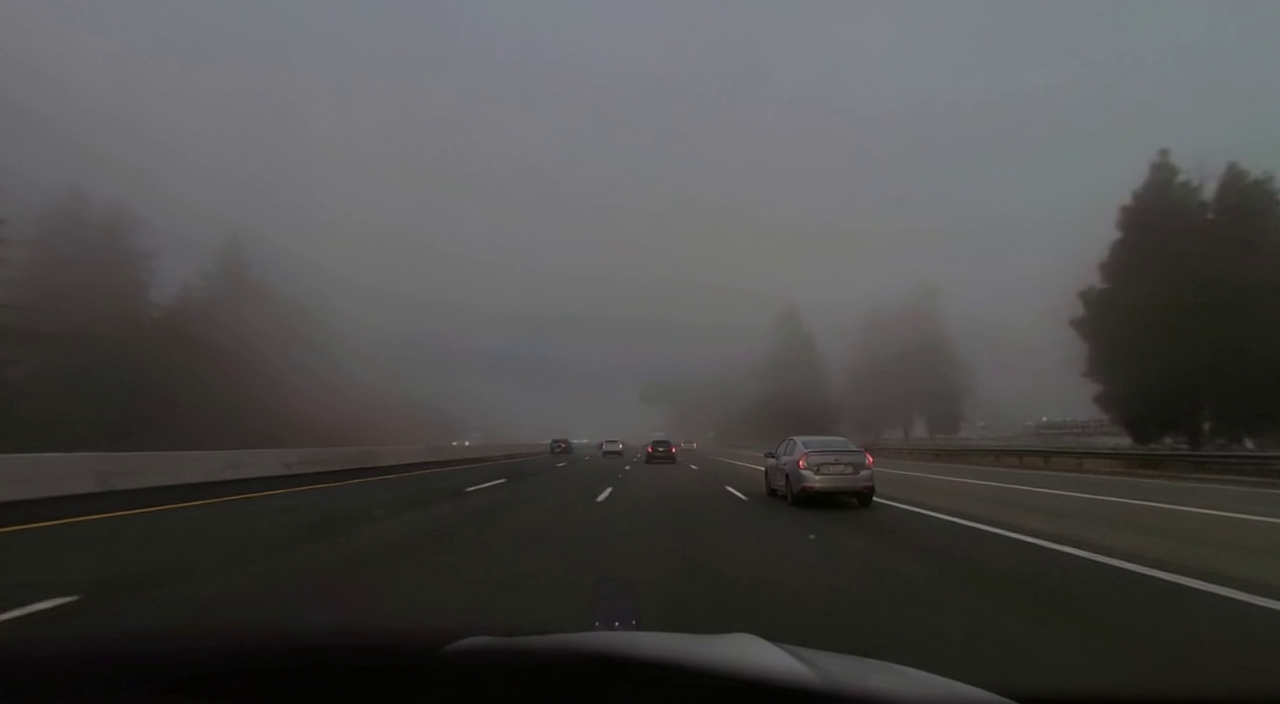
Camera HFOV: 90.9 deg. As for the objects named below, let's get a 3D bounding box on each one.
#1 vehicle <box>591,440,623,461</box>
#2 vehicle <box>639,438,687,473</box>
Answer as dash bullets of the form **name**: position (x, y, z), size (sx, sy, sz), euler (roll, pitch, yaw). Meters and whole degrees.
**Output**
- **vehicle**: position (-2.414, 7.376, 47.396), size (2.103, 1.512, 4.155), euler (0, -8, 1)
- **vehicle**: position (1.084, 5.267, 32.440), size (2.240, 1.646, 4.949), euler (0, -8, 0)
